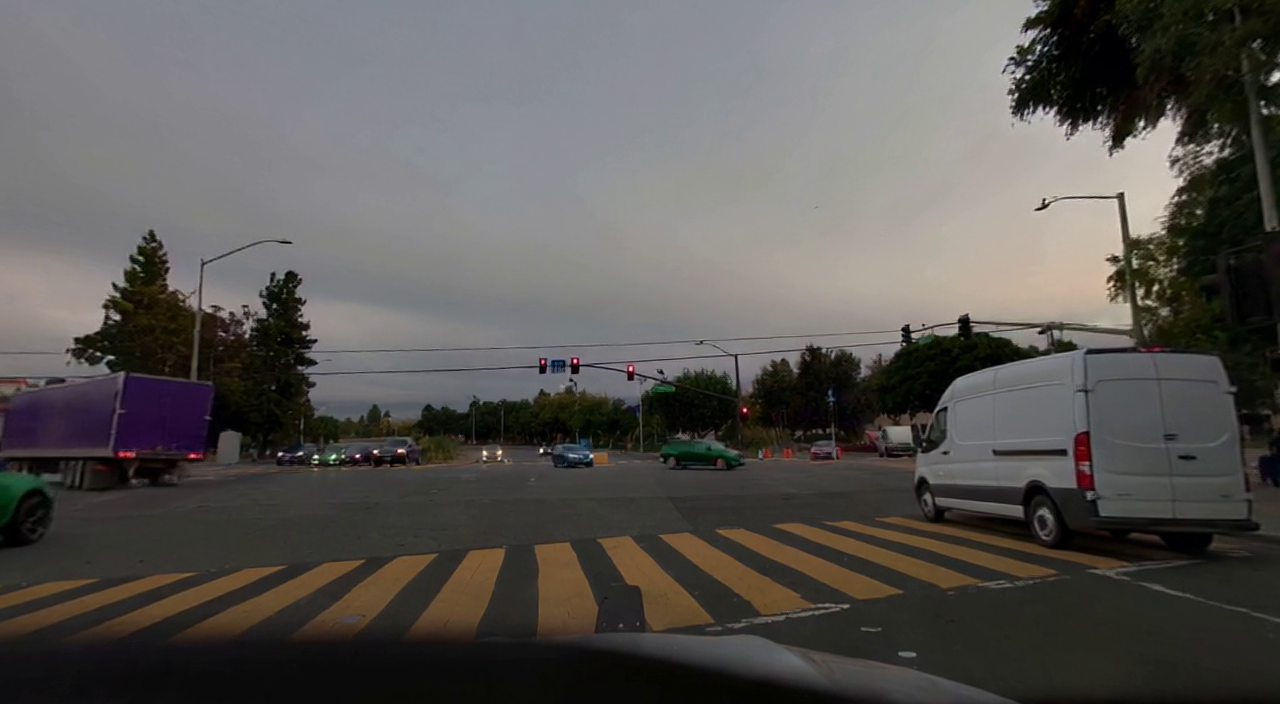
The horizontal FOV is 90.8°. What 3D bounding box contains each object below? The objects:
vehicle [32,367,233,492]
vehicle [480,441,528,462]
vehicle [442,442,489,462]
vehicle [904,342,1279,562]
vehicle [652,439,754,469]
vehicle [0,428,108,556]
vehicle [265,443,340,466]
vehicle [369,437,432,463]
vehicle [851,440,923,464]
[{"bbox_3d":[-15.928,2.490,19.701,6.726,3.230,3.112,-7,-11,37],"label":"vehicle"},{"bbox_3d":[-10.111,7.462,47.410,2.097,1.484,4.596,-1,-9,8],"label":"vehicle"},{"bbox_3d":[-13.145,7.585,47.863,1.845,1.426,4.289,-1,-9,8],"label":"vehicle"},{"bbox_3d":[6.551,1.517,9.945,2.332,2.511,5.326,0,-9,-1],"label":"vehicle"},{"bbox_3d":[3.265,5.298,32.950,4.846,1.487,2.086,-5,-10,29],"label":"vehicle"},{"bbox_3d":[-8.495,1.575,6.902,1.993,1.496,4.524,1,-9,-10],"label":"vehicle"},{"bbox_3d":[-21.803,6.639,41.024,1.859,1.415,4.591,-1,-9,8],"label":"vehicle"},{"bbox_3d":[-17.345,7.146,46.012,2.189,1.753,4.785,-1,-9,8],"label":"vehicle"},{"bbox_3d":[17.071,6.903,43.633,4.524,1.560,2.052,4,-10,-28],"label":"vehicle"}]
